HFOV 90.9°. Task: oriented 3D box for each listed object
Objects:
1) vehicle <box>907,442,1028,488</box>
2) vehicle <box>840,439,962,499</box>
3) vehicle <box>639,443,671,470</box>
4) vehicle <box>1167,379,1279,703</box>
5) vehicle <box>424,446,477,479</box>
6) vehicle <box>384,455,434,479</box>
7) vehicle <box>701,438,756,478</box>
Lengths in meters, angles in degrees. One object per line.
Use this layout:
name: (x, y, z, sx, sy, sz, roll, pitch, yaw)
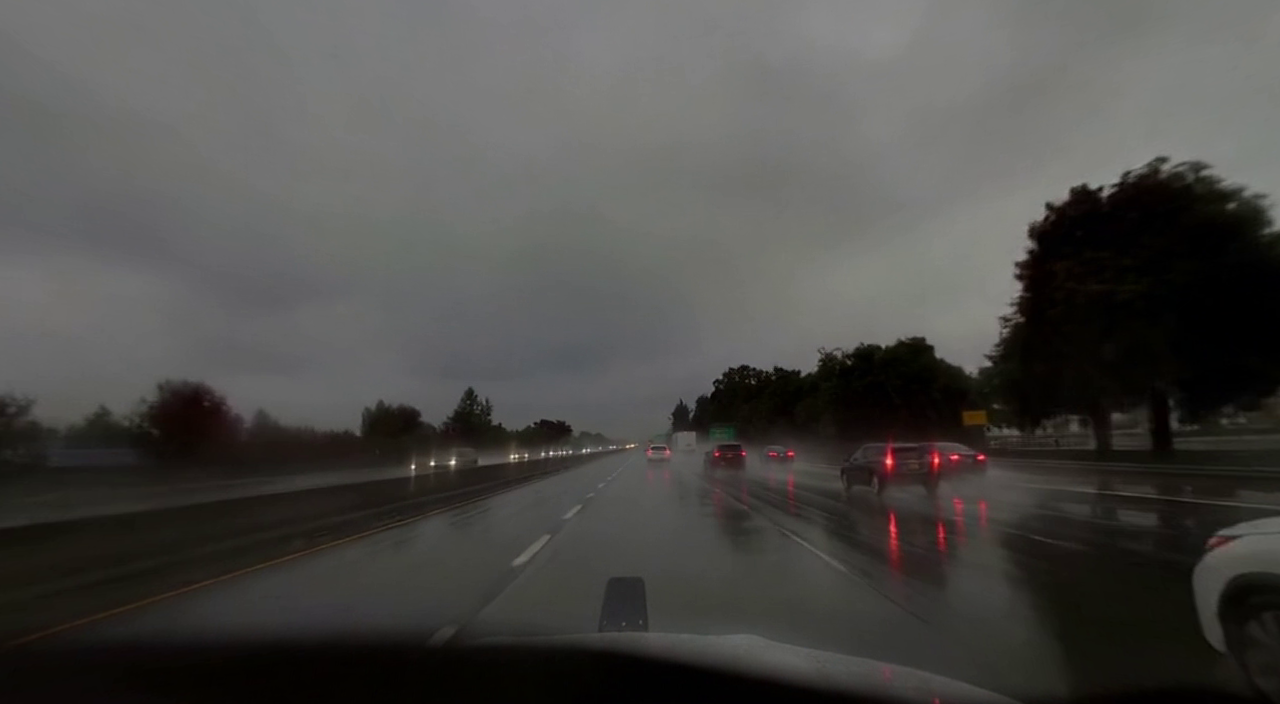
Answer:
vehicle: (12.042, 4.149, 23.643, 1.941, 1.539, 4.834, 0, -8, 0)
vehicle: (7.620, 3.417, 18.961, 1.807, 1.558, 4.352, 0, -8, 0)
vehicle: (1.048, 7.445, 45.219, 2.145, 1.832, 4.004, 0, -8, 0)
vehicle: (3.827, 0.681, 1.122, 1.989, 1.609, 4.355, 0, -8, 0)
vehicle: (-13.123, 7.653, 43.964, 2.014, 2.072, 5.382, 0, -8, 0)
vehicle: (-17.052, 8.494, 46.783, 1.937, 1.606, 4.683, -1, -8, 1)
vehicle: (4.400, 5.342, 32.077, 2.075, 1.845, 4.667, 0, -8, -1)
